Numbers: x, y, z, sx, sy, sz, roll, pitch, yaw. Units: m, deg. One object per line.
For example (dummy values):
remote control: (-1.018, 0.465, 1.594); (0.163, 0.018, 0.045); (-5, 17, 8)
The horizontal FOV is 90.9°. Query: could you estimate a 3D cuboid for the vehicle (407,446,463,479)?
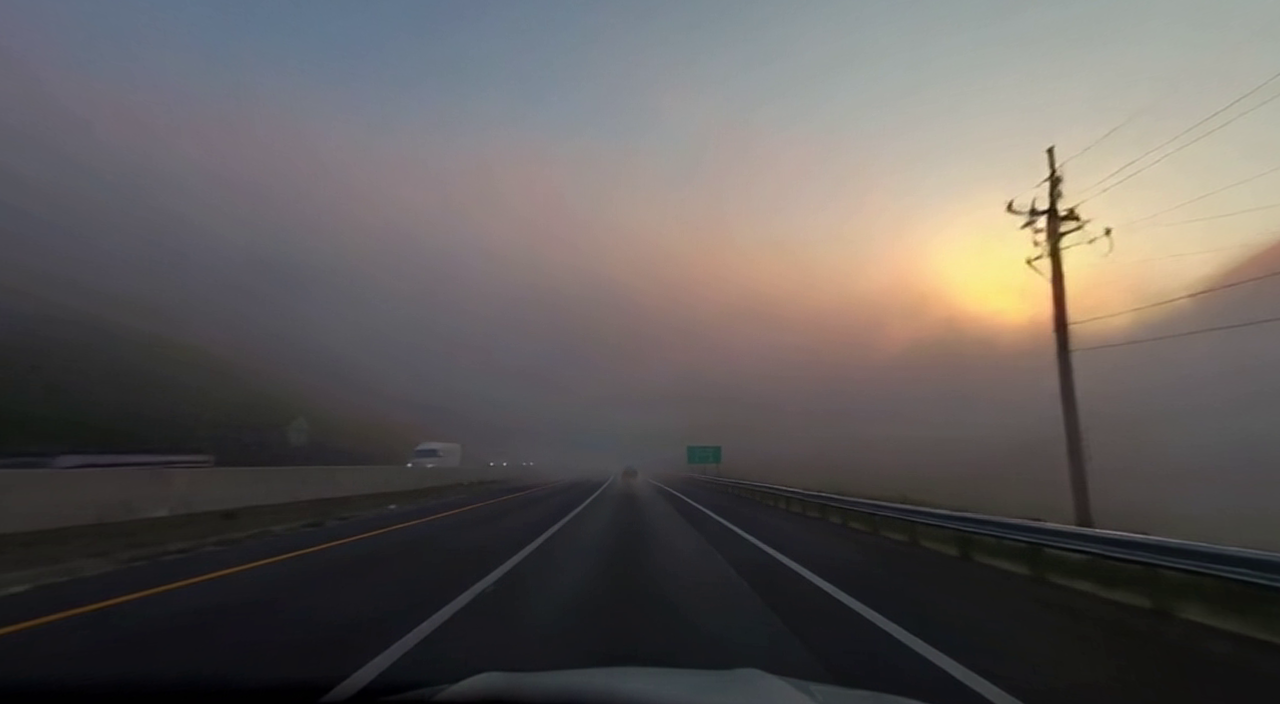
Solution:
vehicle: (-15.167, 8.289, 47.045); (2.198, 2.227, 5.741); (1, -10, 0)
